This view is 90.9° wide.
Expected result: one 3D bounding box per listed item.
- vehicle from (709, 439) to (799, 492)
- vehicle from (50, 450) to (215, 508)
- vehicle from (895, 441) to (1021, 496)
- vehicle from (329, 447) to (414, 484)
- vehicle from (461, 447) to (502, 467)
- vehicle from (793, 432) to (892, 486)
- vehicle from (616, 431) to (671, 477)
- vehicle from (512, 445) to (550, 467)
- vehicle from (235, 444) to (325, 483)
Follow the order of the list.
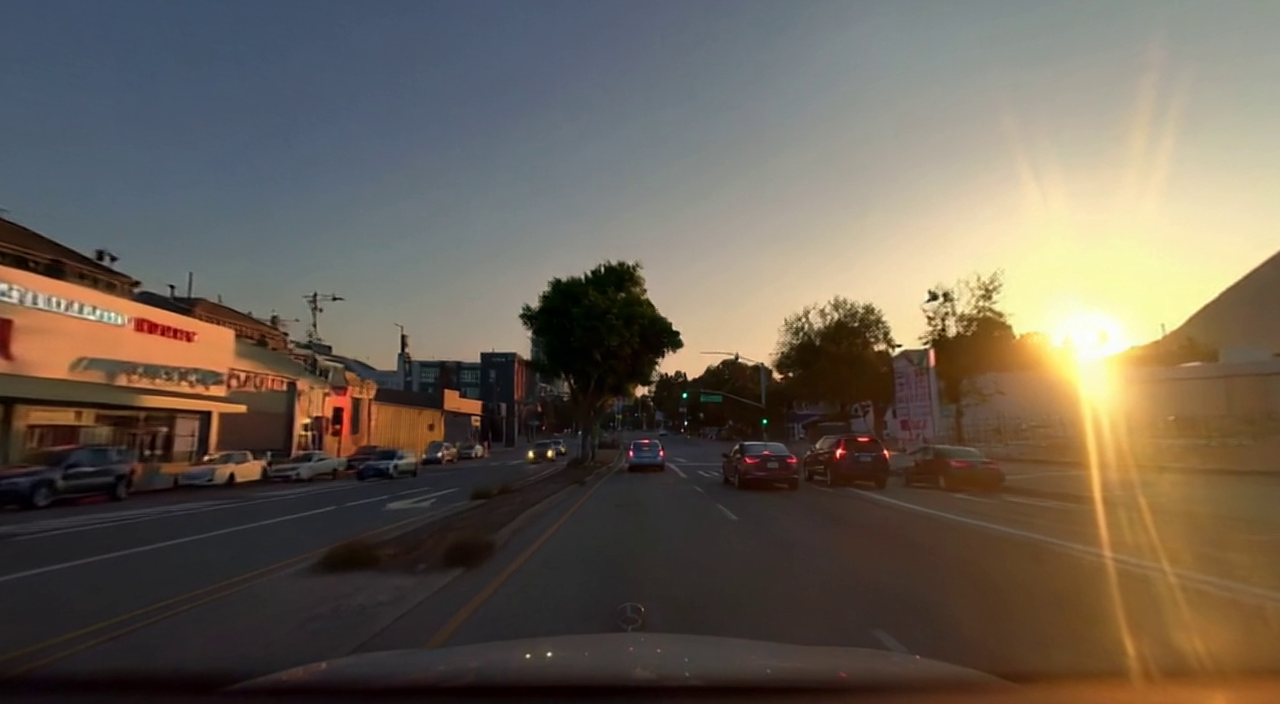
[{"bbox_3d":[3.489,3.549,20.212,1.963,1.484,4.609,0,-8,-1],"label":"vehicle"},{"bbox_3d":[-15.614,3.878,19.743,1.798,1.541,4.002,0,-8,0],"label":"vehicle"},{"bbox_3d":[10.377,3.788,21.068,1.845,1.454,4.620,0,-6,0],"label":"vehicle"},{"bbox_3d":[-12.082,5.112,28.694,2.087,1.499,3.939,0,-8,0],"label":"vehicle"},{"bbox_3d":[-12.406,8.185,49.594,1.887,1.453,4.696,0,-8,1],"label":"vehicle"},{"bbox_3d":[7.152,3.821,22.788,2.040,1.738,4.414,0,-8,-1],"label":"vehicle"},{"bbox_3d":[0.164,4.456,27.764,2.210,1.861,4.280,0,-8,0],"label":"vehicle"},{"bbox_3d":[-7.974,7.581,46.375,2.102,1.496,4.465,0,-8,-1],"label":"vehicle"},{"bbox_3d":[-18.905,5.988,33.432,2.062,1.634,4.535,-2,-15,0],"label":"vehicle"}]
